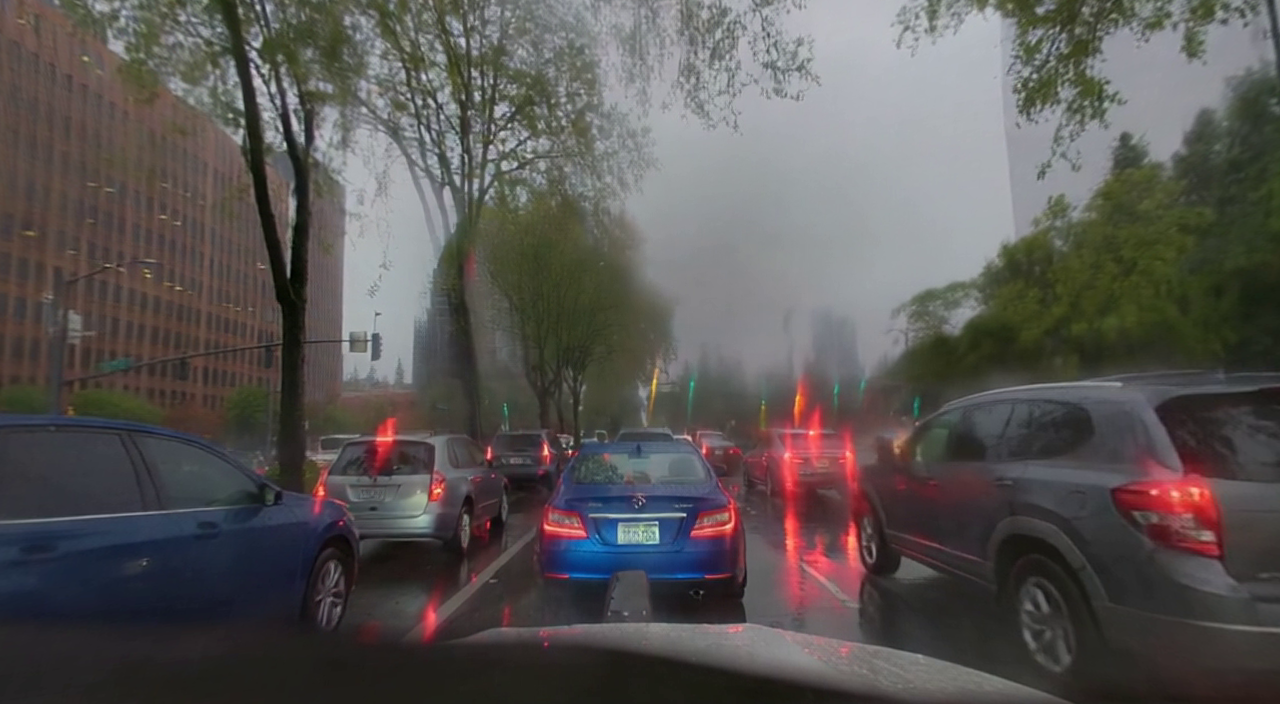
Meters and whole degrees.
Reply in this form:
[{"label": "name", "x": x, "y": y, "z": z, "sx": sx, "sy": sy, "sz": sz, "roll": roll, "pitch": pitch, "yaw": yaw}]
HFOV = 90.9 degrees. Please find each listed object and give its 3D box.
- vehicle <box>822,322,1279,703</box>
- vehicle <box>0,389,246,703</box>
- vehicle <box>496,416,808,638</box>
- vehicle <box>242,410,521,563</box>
[{"label": "vehicle", "x": 3.056, "y": 1.083, "z": 4.542, "sx": 2.108, "sy": 1.785, "sz": 4.334, "roll": 0, "pitch": -9, "yaw": -1}, {"label": "vehicle", "x": -3.393, "y": 0.749, "z": 1.238, "sx": 2.144, "sy": 1.505, "sz": 4.635, "roll": -1, "pitch": -9, "yaw": 2}, {"label": "vehicle", "x": 0.080, "y": 1.506, "z": 6.397, "sx": 2.147, "sy": 1.507, "sz": 3.953, "roll": 0, "pitch": -8, "yaw": 0}, {"label": "vehicle", "x": -3.374, "y": 1.872, "z": 9.500, "sx": 2.168, "sy": 1.719, "sz": 4.561, "roll": -1, "pitch": -8, "yaw": 1}]
